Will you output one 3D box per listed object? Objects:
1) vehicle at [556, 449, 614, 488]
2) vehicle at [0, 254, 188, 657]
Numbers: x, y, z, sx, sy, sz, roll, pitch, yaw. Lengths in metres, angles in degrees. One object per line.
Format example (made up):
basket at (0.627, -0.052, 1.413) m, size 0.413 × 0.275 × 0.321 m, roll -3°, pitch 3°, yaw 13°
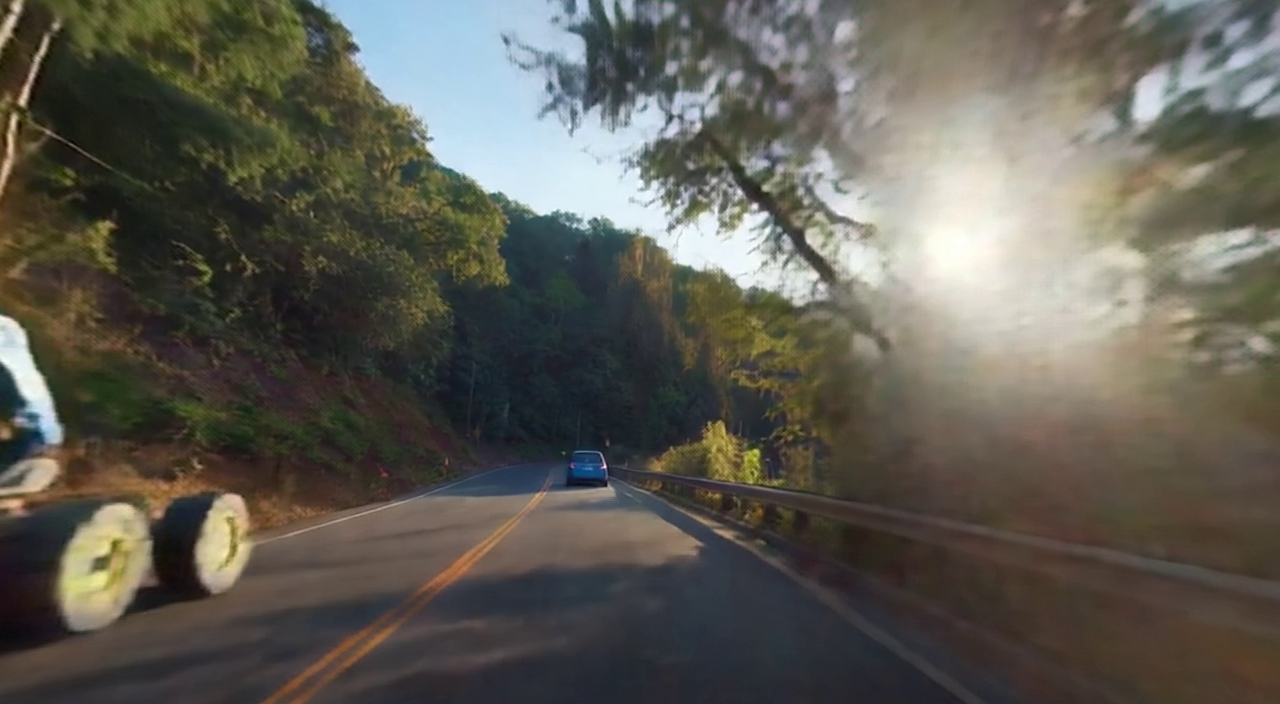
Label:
vehicle at (-2.470, 4.966, 27.264) m, size 2.259 × 1.503 × 4.075 m, roll 1°, pitch -9°, yaw -8°
vehicle at (-5.316, 0.594, 3.570) m, size 2.257 × 2.597 × 4.069 m, roll 0°, pitch -8°, yaw 2°
